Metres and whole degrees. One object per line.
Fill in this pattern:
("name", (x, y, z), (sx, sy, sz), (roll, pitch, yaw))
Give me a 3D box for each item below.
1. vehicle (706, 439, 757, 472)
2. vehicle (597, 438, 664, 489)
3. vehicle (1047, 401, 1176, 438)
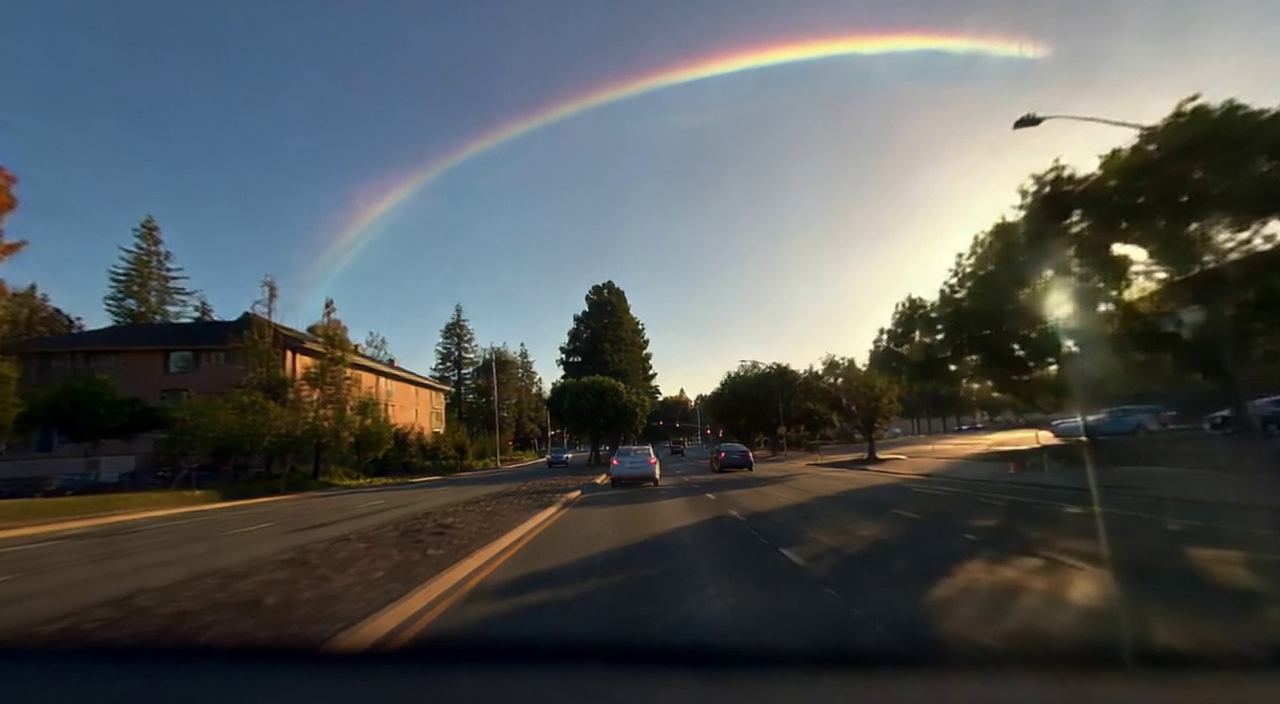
("vehicle", (4.761, 5.462, 33.475), (1.987, 1.613, 4.081), (0, -9, -1))
("vehicle", (-0.292, 3.943, 22.678), (2.181, 1.639, 4.127), (-1, -9, 1))
("vehicle", (22.399, 3.245, 30.154), (4.531, 1.432, 1.949), (-3, -9, -1))
